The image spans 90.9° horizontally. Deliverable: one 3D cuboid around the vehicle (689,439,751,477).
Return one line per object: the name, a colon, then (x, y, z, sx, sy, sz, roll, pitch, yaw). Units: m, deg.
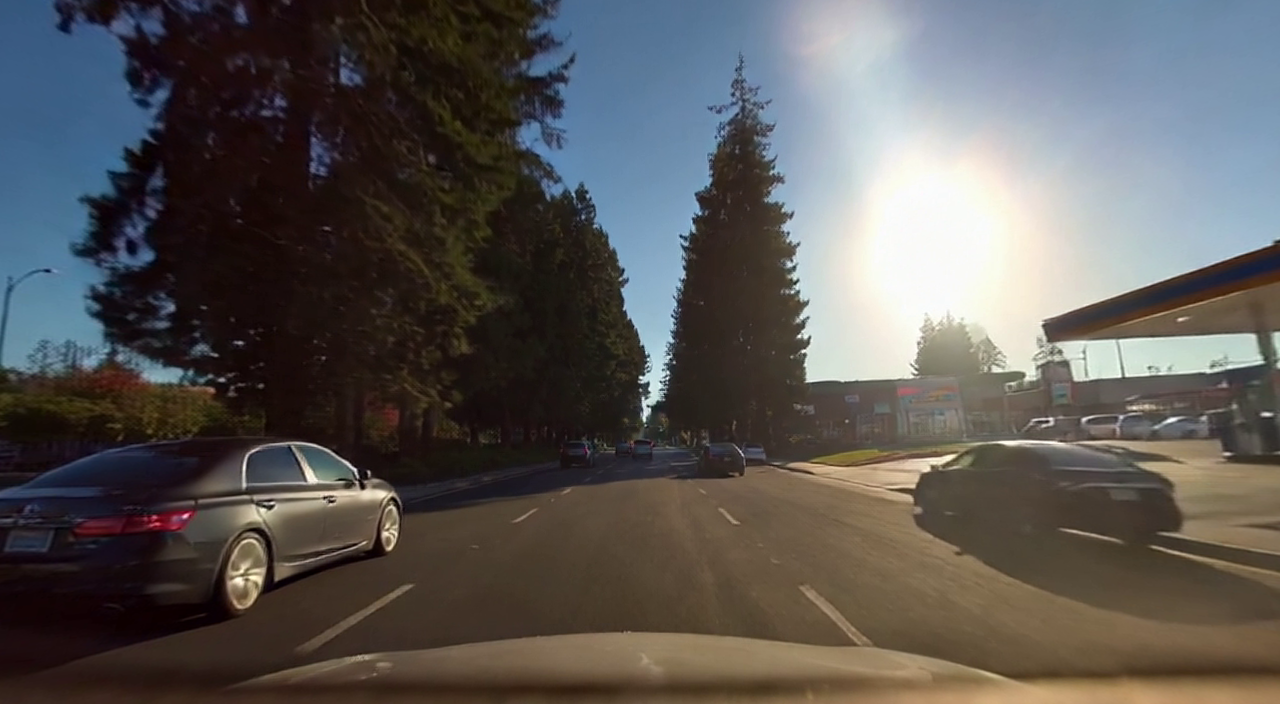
vehicle: (3.363, 4.528, 27.272, 2.010, 1.486, 4.498, 0, -8, -1)

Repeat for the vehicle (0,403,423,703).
vehicle: (-3.988, 1.416, 5.849, 1.988, 1.530, 5.155, 0, -8, 2)

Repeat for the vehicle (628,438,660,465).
vehicle: (0.227, 6.226, 39.505, 1.922, 1.579, 3.642, 0, -8, 0)

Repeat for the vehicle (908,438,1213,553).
vehicle: (6.243, 2.134, 10.163, 1.856, 1.421, 4.357, 0, -8, -1)

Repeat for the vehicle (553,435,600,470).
vehicle: (-3.400, 5.501, 34.603, 2.051, 1.747, 4.370, 0, -8, 1)
